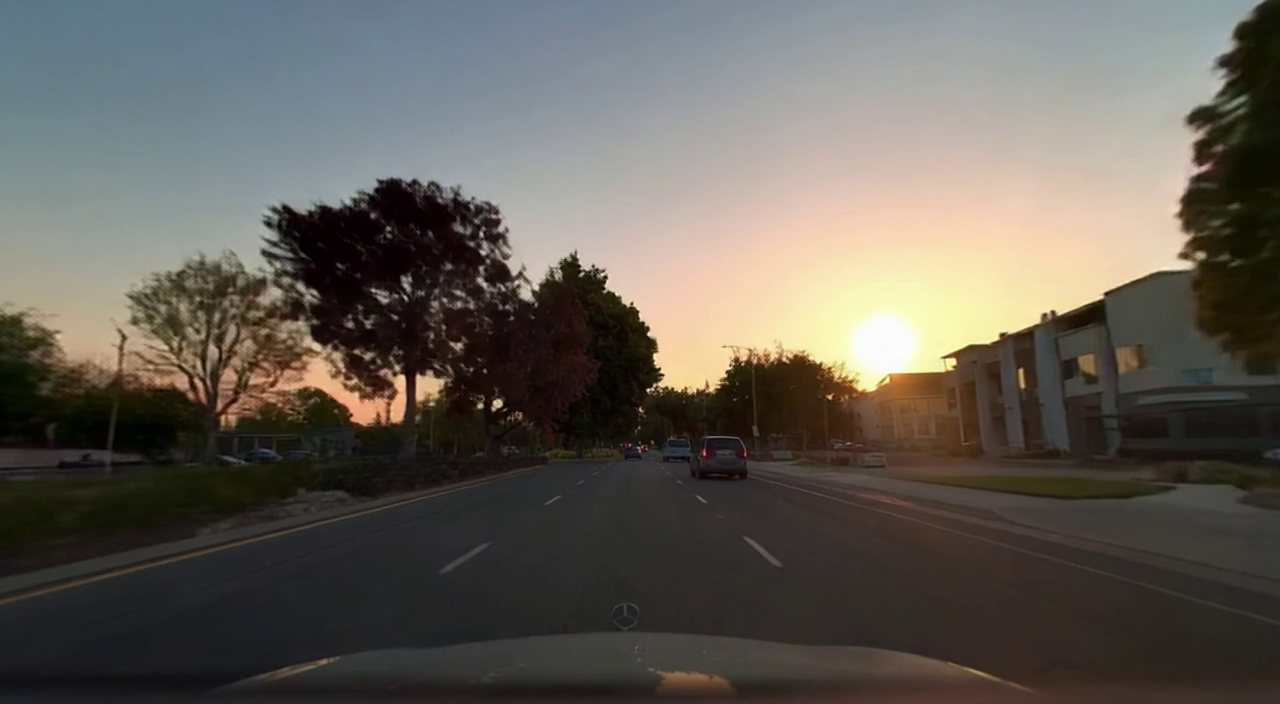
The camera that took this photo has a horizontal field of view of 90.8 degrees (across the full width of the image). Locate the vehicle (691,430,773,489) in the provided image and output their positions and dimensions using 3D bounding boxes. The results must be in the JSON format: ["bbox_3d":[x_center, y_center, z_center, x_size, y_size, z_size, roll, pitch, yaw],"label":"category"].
[{"bbox_3d":[3.039,3.684,21.931,2.060,1.816,4.343,0,-8,-2],"label":"vehicle"}]

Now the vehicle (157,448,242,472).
[{"bbox_3d":[-33.516,8.244,48.170,4.932,1.730,1.939,0,-8,-3],"label":"vehicle"}]

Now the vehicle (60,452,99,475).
[{"bbox_3d":[-41.850,8.270,47.226,1.971,1.581,4.186,7,-11,-40],"label":"vehicle"}]
